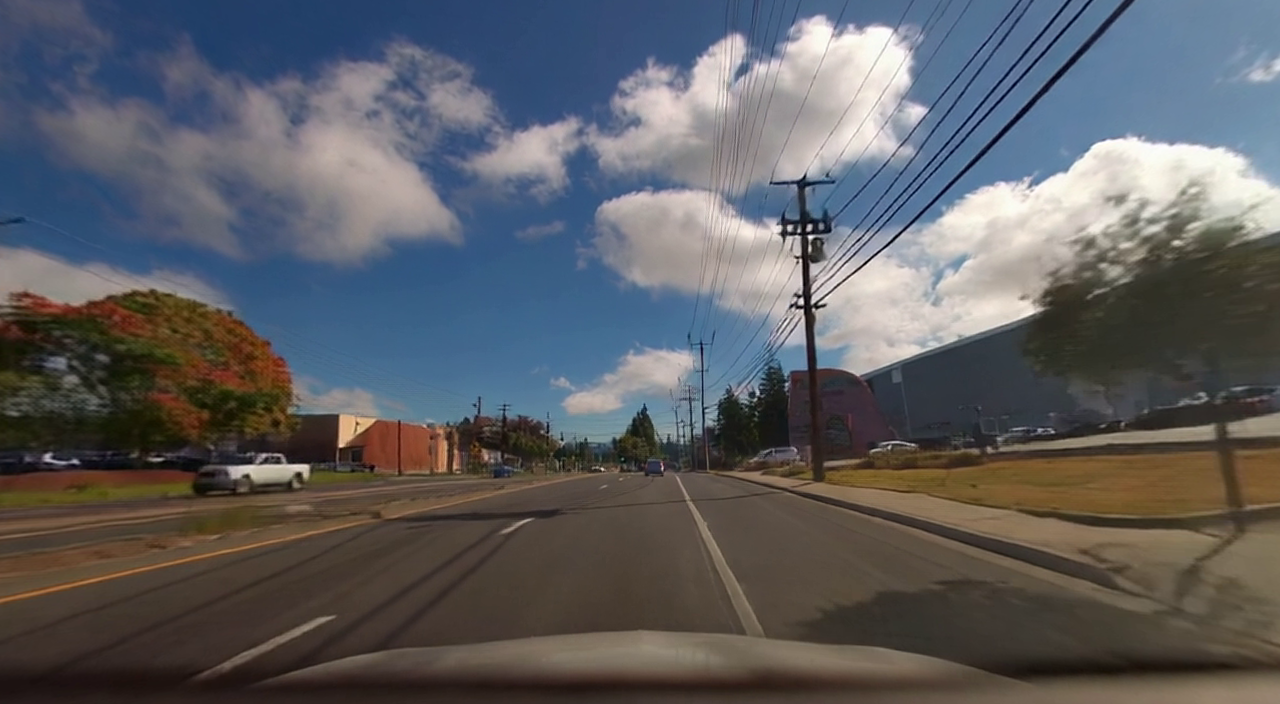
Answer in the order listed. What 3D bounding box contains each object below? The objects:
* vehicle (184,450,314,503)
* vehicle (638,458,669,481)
[{"bbox_3d":[-14.082,4.469,23.004,1.942,1.710,4.167,-1,-9,2],"label":"vehicle"},{"bbox_3d":[1.012,8.420,45.273,2.114,1.492,4.453,0,-9,2],"label":"vehicle"}]
